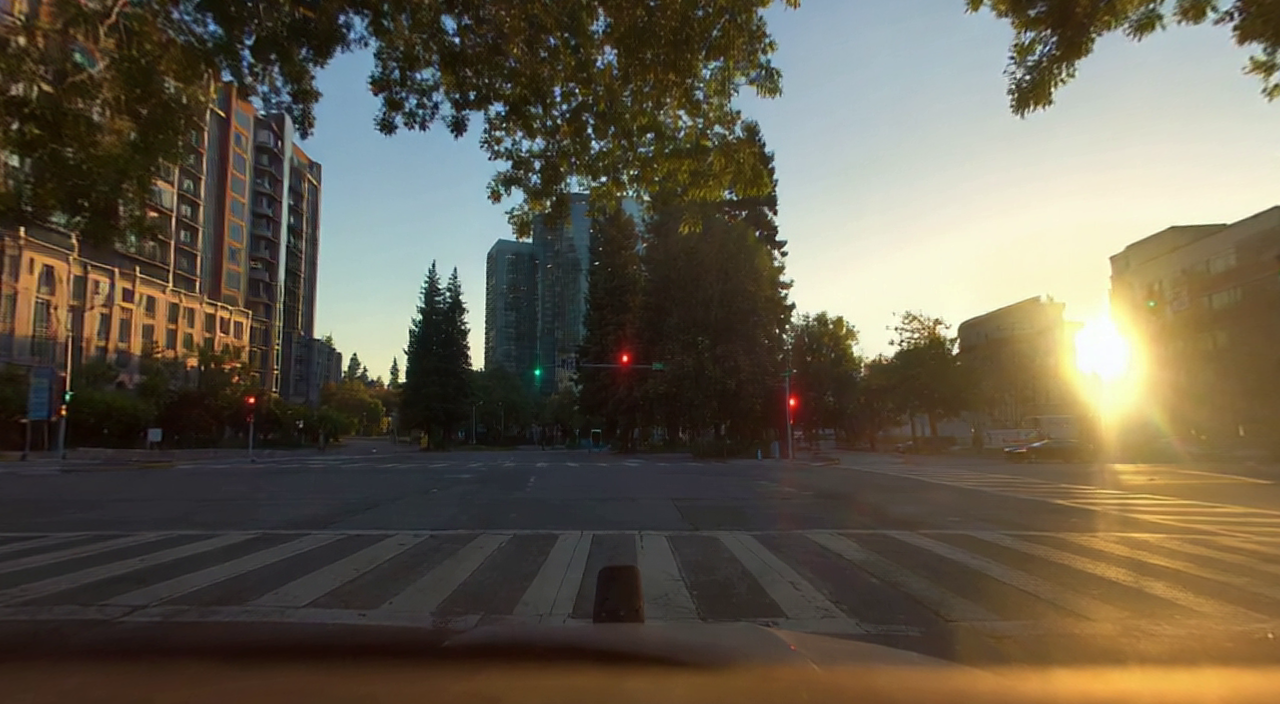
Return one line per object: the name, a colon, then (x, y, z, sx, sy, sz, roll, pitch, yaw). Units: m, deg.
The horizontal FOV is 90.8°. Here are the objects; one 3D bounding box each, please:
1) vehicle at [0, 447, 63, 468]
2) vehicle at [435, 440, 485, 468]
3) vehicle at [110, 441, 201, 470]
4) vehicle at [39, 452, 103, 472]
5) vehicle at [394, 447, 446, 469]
vehicle: (-45.268, 7.771, 46.595, 1.858, 1.467, 3.624, 0, -8, 0)
vehicle: (-11.965, 6.804, 42.316, 2.080, 1.763, 4.341, 0, -8, 0)
vehicle: (-34.901, 7.423, 45.728, 2.204, 1.955, 5.518, 0, -8, 0)
vehicle: (-41.594, 8.023, 46.247, 1.552, 1.339, 3.340, -2, -9, 0)
vehicle: (-15.513, 7.446, 44.790, 2.056, 1.450, 4.343, 0, -8, 0)
